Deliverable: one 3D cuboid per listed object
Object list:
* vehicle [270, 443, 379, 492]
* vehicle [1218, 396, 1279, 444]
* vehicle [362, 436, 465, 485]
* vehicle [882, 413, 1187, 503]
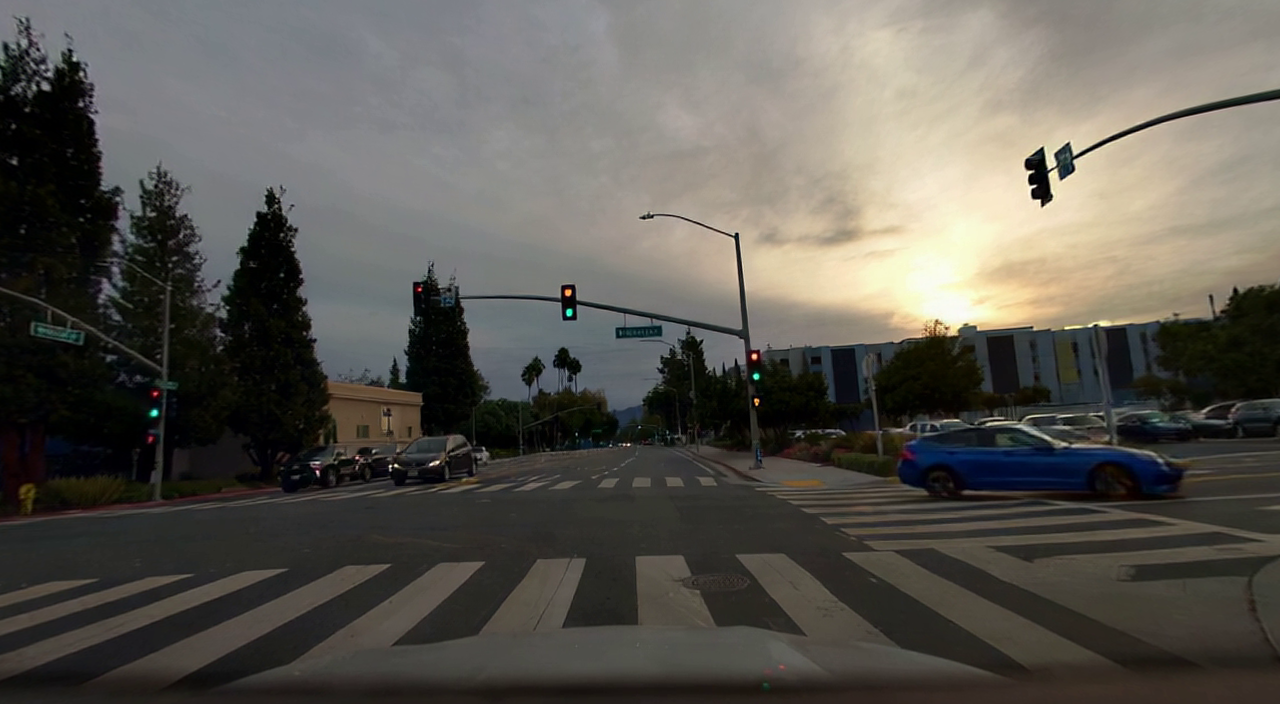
[{"bbox_3d":[-13.793,5.058,28.057,2.306,1.957,4.968,0,-9,-1],"label":"vehicle"},{"bbox_3d":[26.551,3.002,27.098,4.861,1.857,2.098,8,-12,-44],"label":"vehicle"},{"bbox_3d":[-10.153,4.925,28.986,2.664,1.940,5.702,-2,-9,0],"label":"vehicle"},{"bbox_3d":[7.287,2.028,12.314,4.592,1.470,2.071,-4,-10,25],"label":"vehicle"}]
